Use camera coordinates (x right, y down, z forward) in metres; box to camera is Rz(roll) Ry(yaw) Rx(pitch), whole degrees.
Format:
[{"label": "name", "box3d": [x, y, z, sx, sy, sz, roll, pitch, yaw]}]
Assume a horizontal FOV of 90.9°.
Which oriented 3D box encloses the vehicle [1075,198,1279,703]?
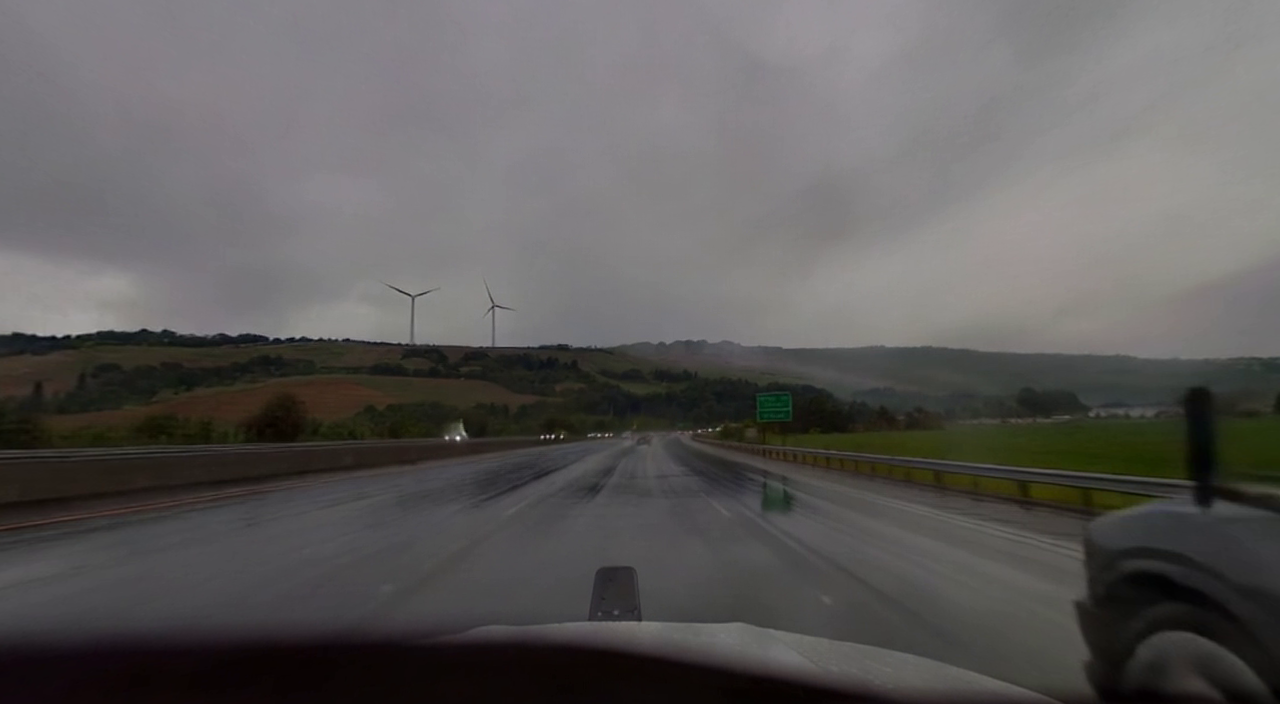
[{"label": "vehicle", "box3d": [3.165, 0.262, 0.142, 2.211, 1.982, 5.346, 0, -8, -1]}]
